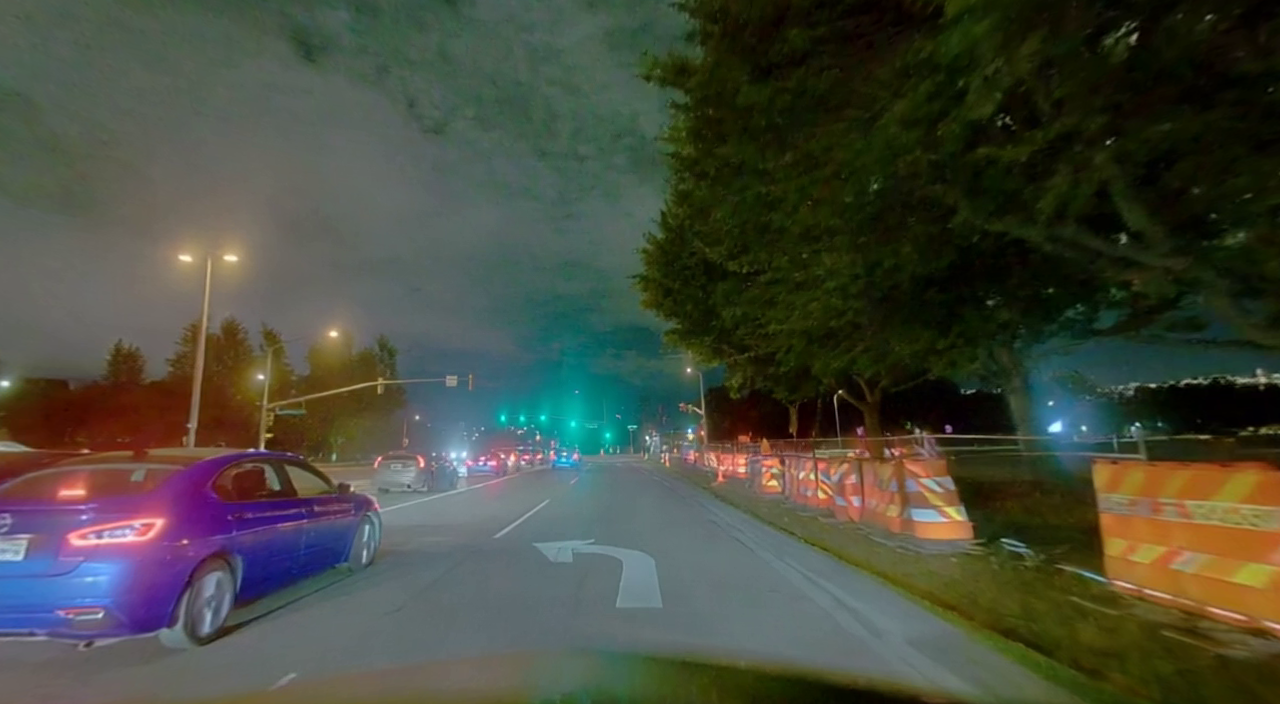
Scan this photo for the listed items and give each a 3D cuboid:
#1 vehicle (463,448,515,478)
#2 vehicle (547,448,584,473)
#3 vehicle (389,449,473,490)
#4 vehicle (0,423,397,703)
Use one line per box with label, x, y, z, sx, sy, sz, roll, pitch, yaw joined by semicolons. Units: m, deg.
vehicle;-8.160;6.028;34.505;1.900;1.507;4.285;0;-9;-2
vehicle;-4.613;6.763;39.711;2.042;1.441;4.172;0;-9;-2
vehicle;-8.441;4.748;25.948;1.992;1.446;4.296;-1;-9;0
vehicle;-4.162;1.506;5.701;2.026;1.497;4.577;-2;-9;1
